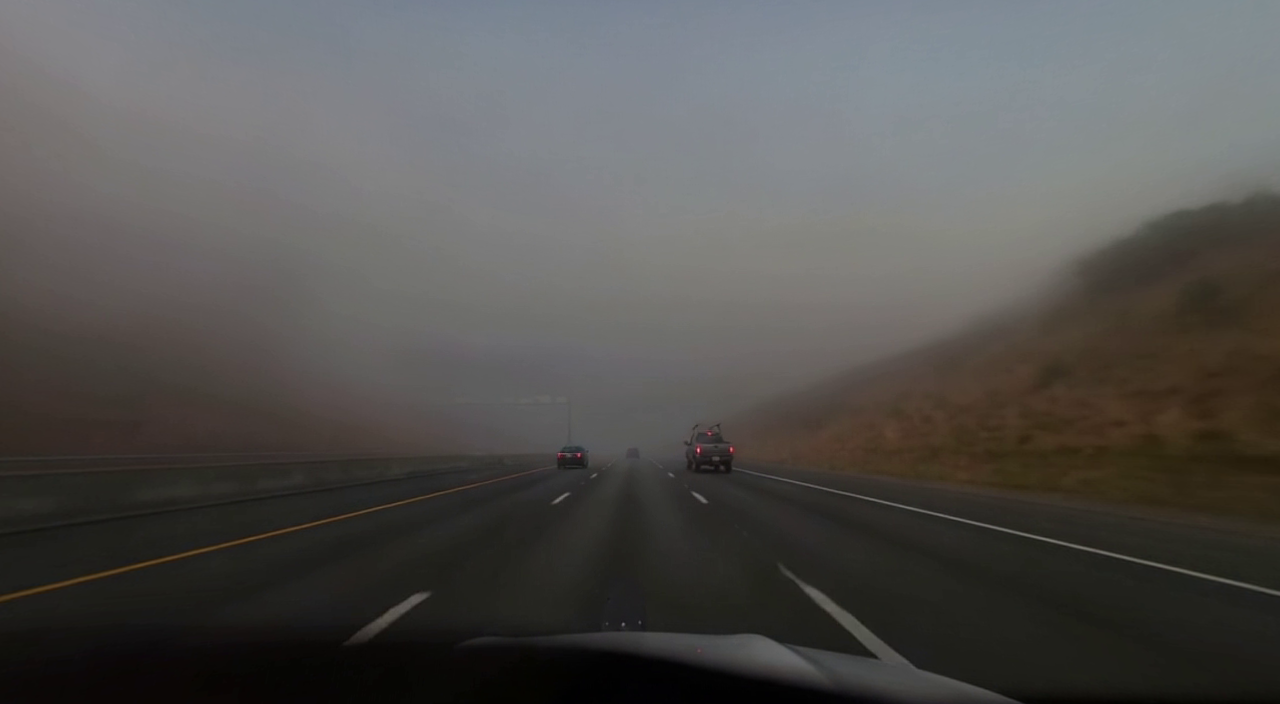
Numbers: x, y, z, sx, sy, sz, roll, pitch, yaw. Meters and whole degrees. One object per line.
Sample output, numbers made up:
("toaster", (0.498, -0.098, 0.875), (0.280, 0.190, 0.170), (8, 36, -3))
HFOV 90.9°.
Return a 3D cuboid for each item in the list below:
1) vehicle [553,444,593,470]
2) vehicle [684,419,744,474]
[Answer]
("vehicle", (-4.211, 6.667, 40.251), (2.054, 1.529, 4.368), (0, -9, 0))
("vehicle", (3.765, 5.013, 33.287), (2.361, 2.636, 5.684), (0, -9, -2))
